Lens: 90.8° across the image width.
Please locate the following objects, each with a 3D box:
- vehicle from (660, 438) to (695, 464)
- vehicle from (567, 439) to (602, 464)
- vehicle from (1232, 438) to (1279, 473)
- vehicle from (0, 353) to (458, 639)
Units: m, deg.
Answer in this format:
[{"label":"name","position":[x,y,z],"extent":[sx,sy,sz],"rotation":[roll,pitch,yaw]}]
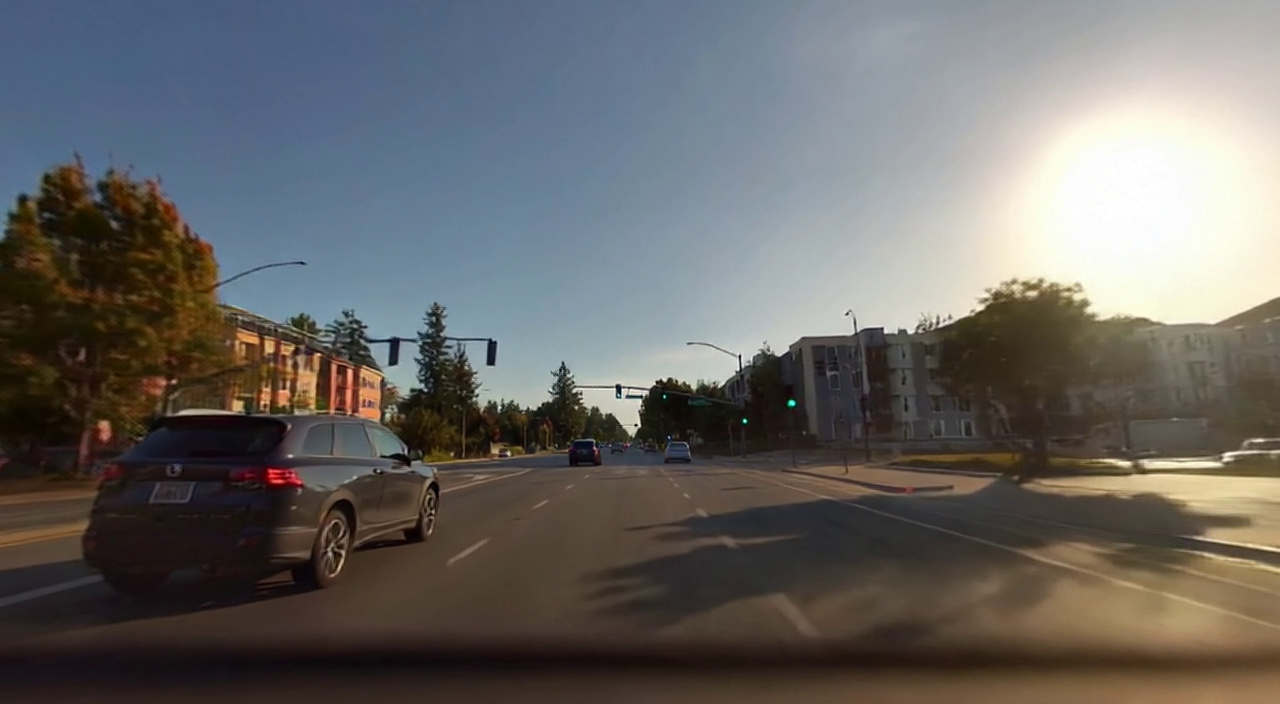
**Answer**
[{"label":"vehicle","position":[2.513,6.808,43.589],"extent":[2.018,1.719,4.369],"rotation":[0,-8,-2]},{"label":"vehicle","position":[-3.917,7.095,45.159],"extent":[2.083,1.685,4.069],"rotation":[0,-8,1]},{"label":"vehicle","position":[38.335,6.210,38.318],"extent":[2.026,1.987,5.331],"rotation":[-5,-9,27]},{"label":"vehicle","position":[-3.912,1.369,7.050],"extent":[2.225,1.984,5.168],"rotation":[0,-8,0]}]
